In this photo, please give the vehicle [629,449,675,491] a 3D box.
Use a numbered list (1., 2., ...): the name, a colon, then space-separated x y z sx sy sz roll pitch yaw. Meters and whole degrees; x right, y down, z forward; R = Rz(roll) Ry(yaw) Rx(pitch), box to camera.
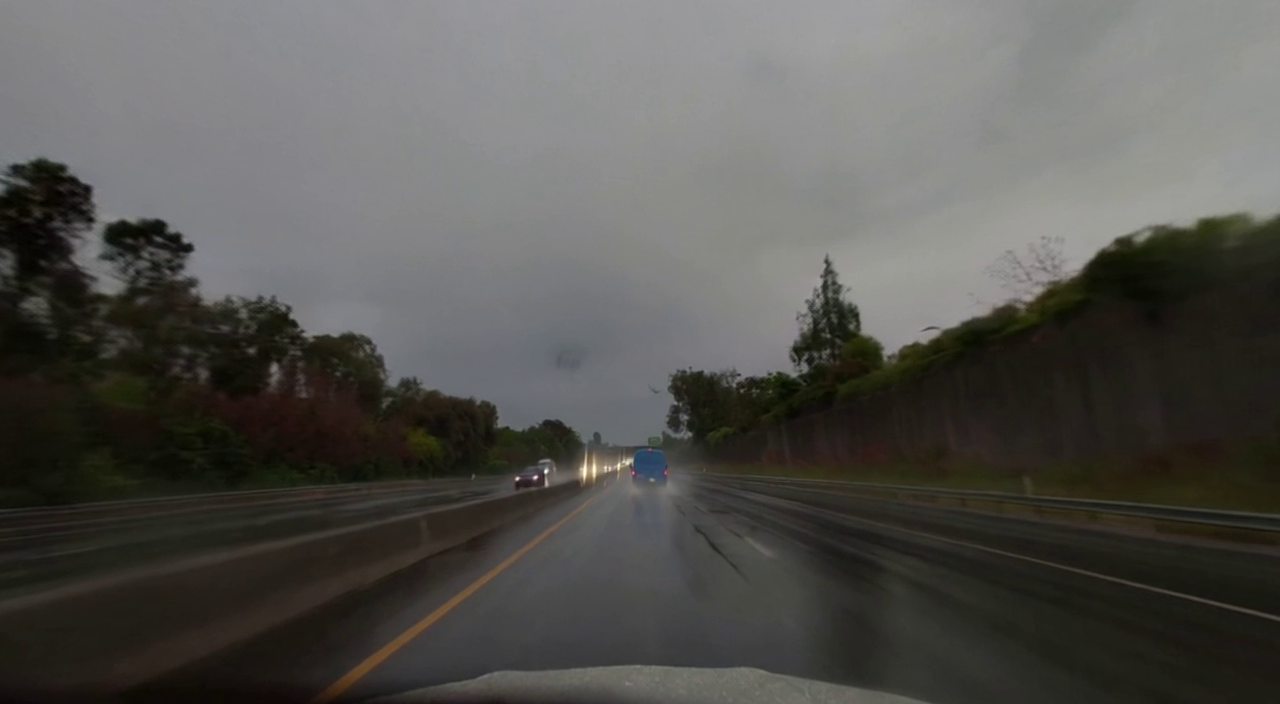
1. vehicle: 0.620 6.783 36.234 2.429 2.167 4.558 1 -10 -2
